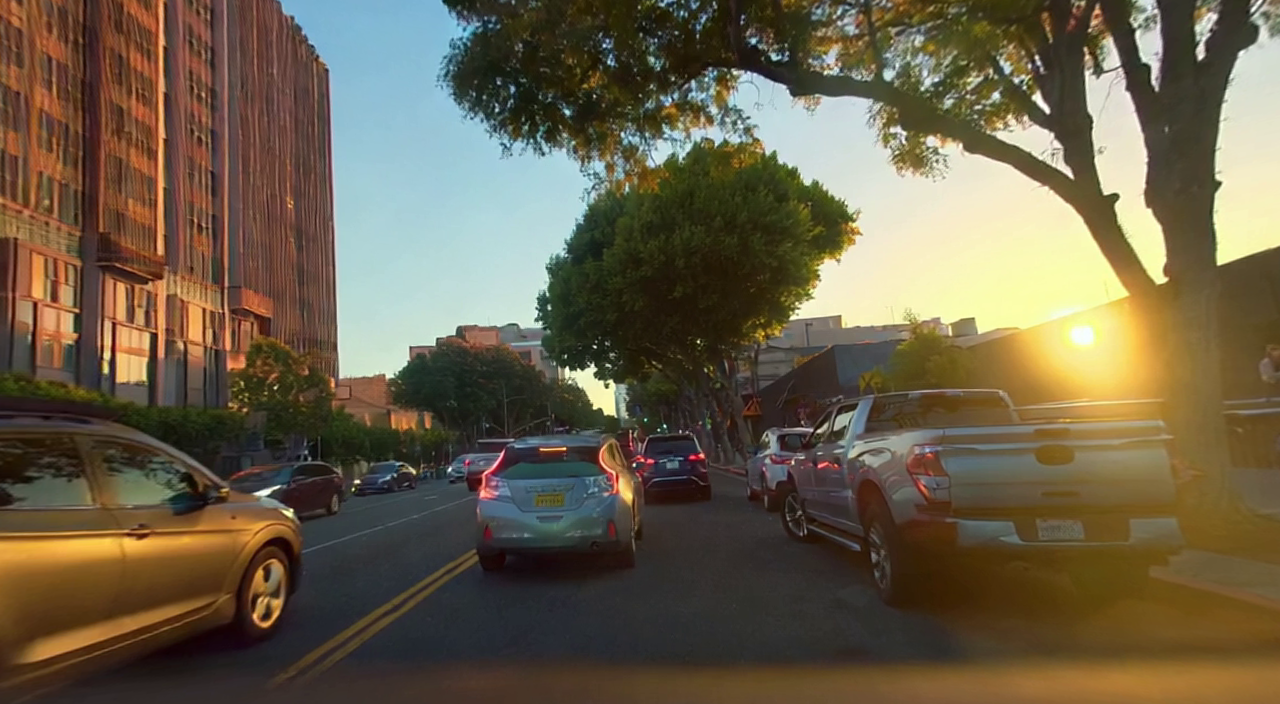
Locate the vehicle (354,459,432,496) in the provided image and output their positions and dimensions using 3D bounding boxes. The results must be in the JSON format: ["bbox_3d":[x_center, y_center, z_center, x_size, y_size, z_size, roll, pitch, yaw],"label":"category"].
[{"bbox_3d":[-12.306,6.257,31.819,2.071,1.505,4.479,-2,-8,1],"label":"vehicle"}]

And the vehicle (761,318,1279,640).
[{"bbox_3d":[3.004,1.179,6.763,2.225,2.070,5.264,0,-8,-1],"label":"vehicle"}]

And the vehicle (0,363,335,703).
[{"bbox_3d":[-3.791,1.063,3.368,2.000,1.818,4.668,0,-8,0],"label":"vehicle"}]

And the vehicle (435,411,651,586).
[{"bbox_3d":[-0.922,1.714,8.160,2.076,1.667,3.948,0,-8,0],"label":"vehicle"}]

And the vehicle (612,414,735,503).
[{"bbox_3d":[1.075,2.753,16.689,2.352,1.953,4.798,-2,-9,14],"label":"vehicle"}]
